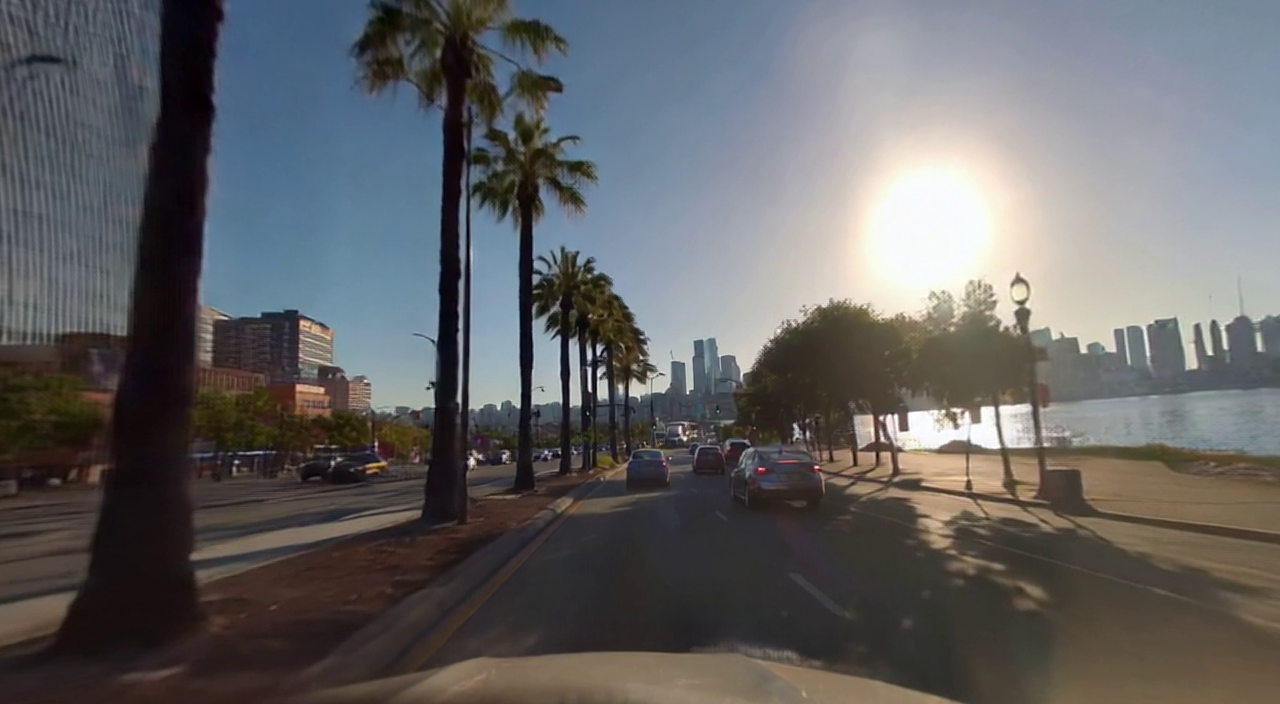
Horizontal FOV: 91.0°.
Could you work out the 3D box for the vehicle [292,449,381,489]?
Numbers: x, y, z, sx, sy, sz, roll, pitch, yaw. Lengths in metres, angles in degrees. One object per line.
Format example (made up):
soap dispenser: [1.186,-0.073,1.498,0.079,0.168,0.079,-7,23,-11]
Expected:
vehicle: [-15.516,5.974,32.589,2.048,1.830,5.136,-1,-9,0]

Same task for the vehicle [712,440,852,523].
vehicle: [2.883,2.761,14.068,2.051,1.509,4.933,0,-9,1]

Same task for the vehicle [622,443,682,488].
vehicle: [0.508,4.246,23.829,2.077,1.518,3.760,-1,-9,3]
